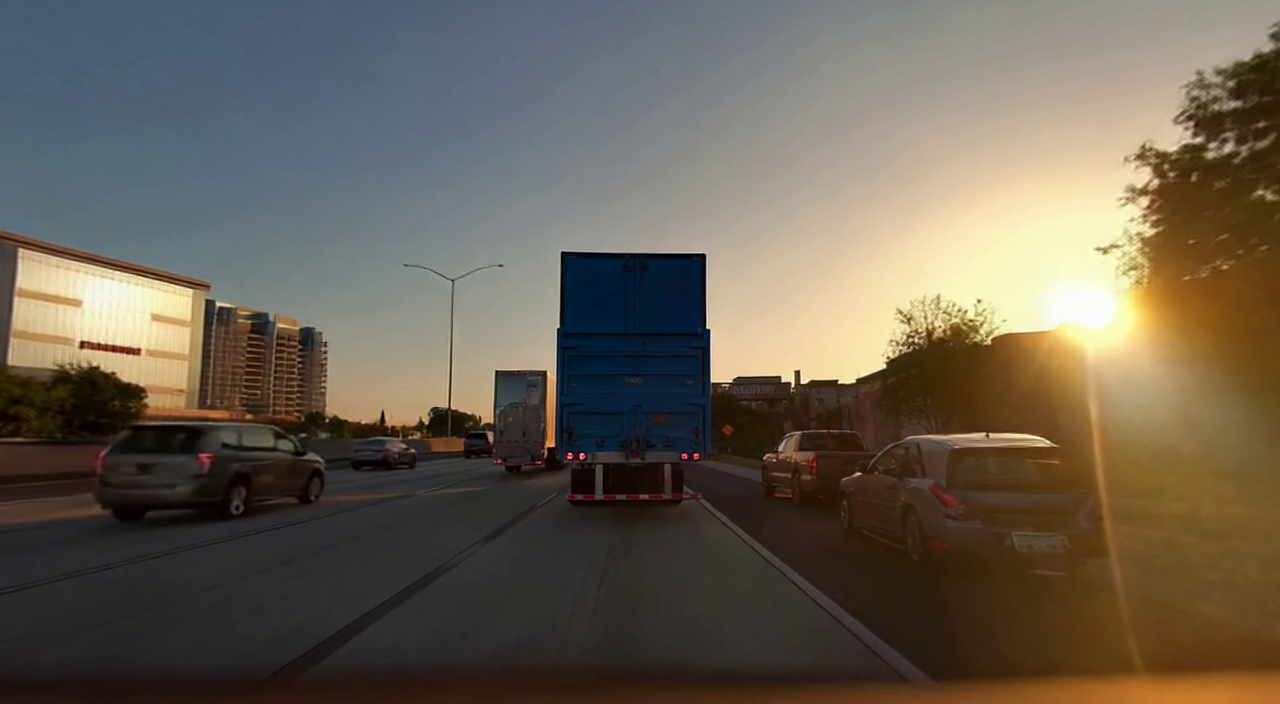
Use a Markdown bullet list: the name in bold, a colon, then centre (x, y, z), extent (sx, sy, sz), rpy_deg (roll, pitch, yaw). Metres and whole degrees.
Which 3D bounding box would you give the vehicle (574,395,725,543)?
- **vehicle**: centre (0.072, 1.824, 10.264), extent (1.947, 1.910, 4.040), rpy_deg (0, -9, -2)

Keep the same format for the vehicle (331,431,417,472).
- **vehicle**: centre (-11.893, 4.491, 28.574), extent (1.915, 1.710, 4.670), rpy_deg (0, -9, -1)

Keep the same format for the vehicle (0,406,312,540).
- **vehicle**: centre (-7.447, 1.904, 10.400), extent (1.854, 1.740, 4.151), rpy_deg (0, -9, -1)

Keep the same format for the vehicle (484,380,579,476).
- **vehicle**: centre (-4.379, 3.407, 27.370), extent (2.814, 3.513, 8.529), rpy_deg (0, -9, -2)
